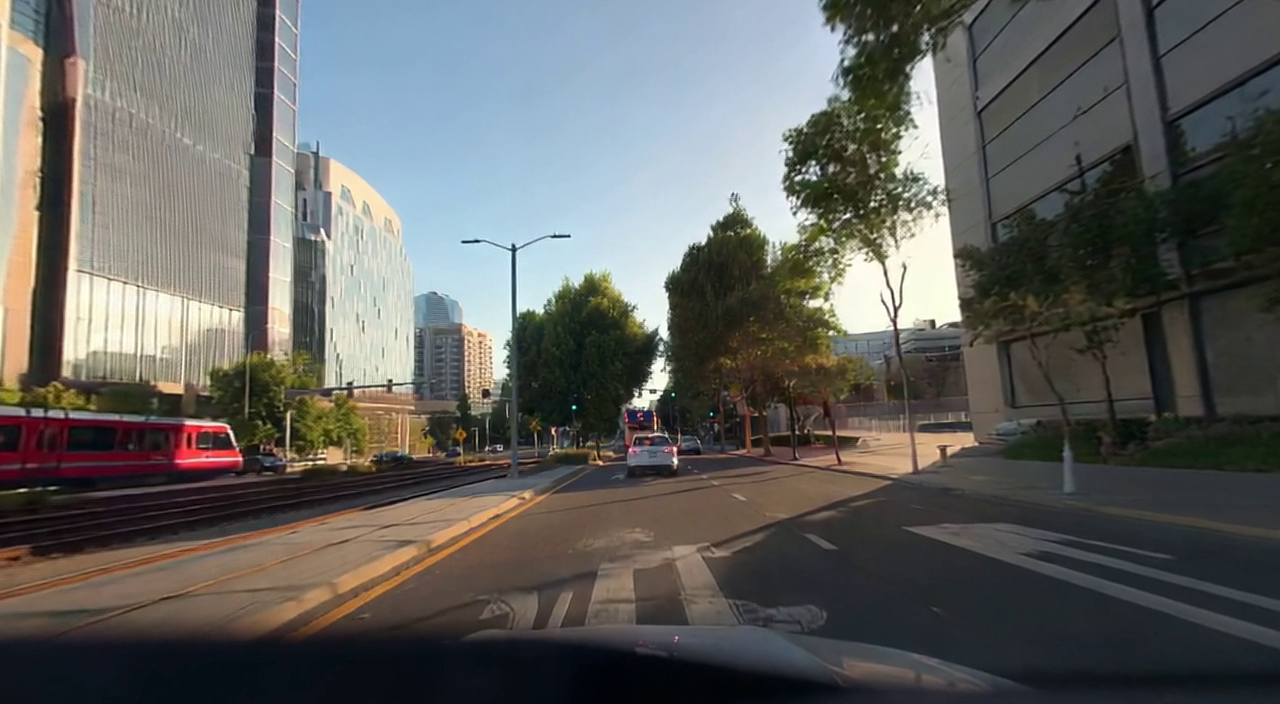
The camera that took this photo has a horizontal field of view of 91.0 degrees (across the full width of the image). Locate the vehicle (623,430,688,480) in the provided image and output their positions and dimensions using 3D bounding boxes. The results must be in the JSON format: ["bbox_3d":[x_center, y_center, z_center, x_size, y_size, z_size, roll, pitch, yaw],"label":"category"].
[{"bbox_3d":[0.499,3.823,23.453,2.190,1.684,4.084,0,-9,0],"label":"vehicle"}]

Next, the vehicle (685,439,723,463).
[{"bbox_3d":[4.051,6.358,40.471,1.916,1.466,4.529,0,-9,-1],"label":"vehicle"}]
